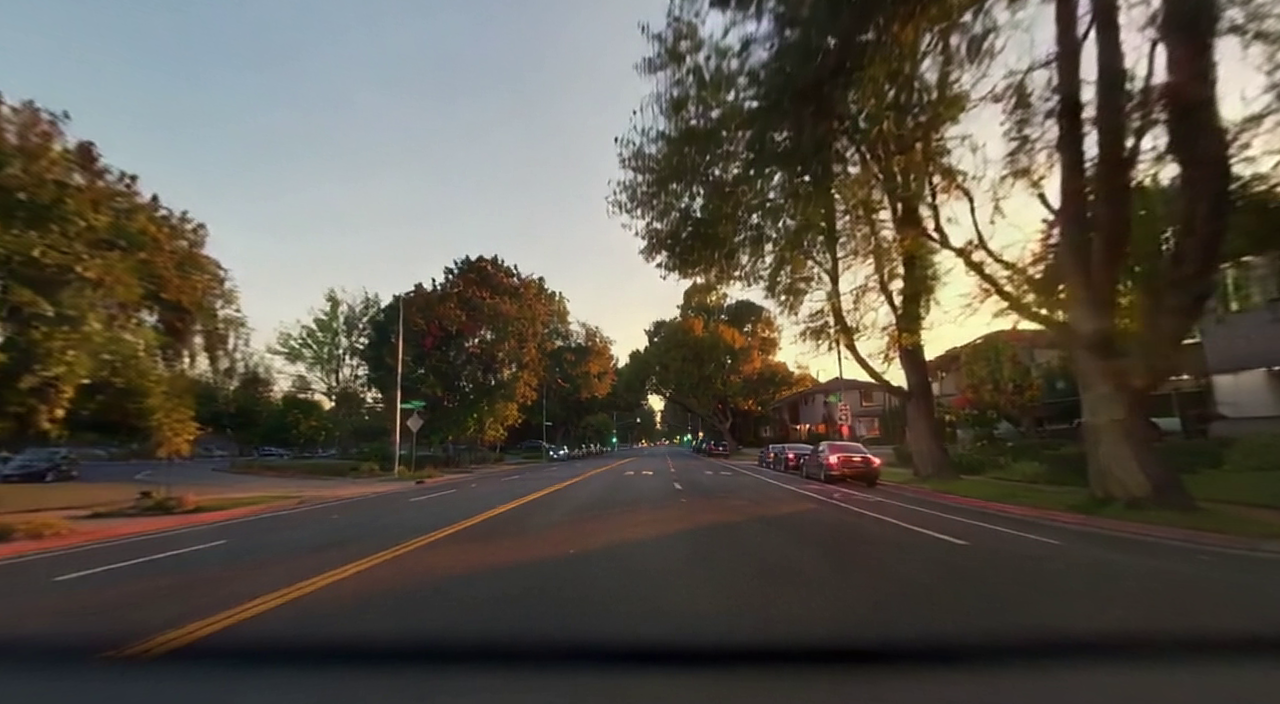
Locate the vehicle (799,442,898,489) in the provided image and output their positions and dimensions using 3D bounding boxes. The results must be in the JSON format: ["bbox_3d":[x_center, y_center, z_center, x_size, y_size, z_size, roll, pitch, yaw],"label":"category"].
[{"bbox_3d":[7.168,3.928,22.302,1.940,1.481,4.650,0,-8,0],"label":"vehicle"}]
